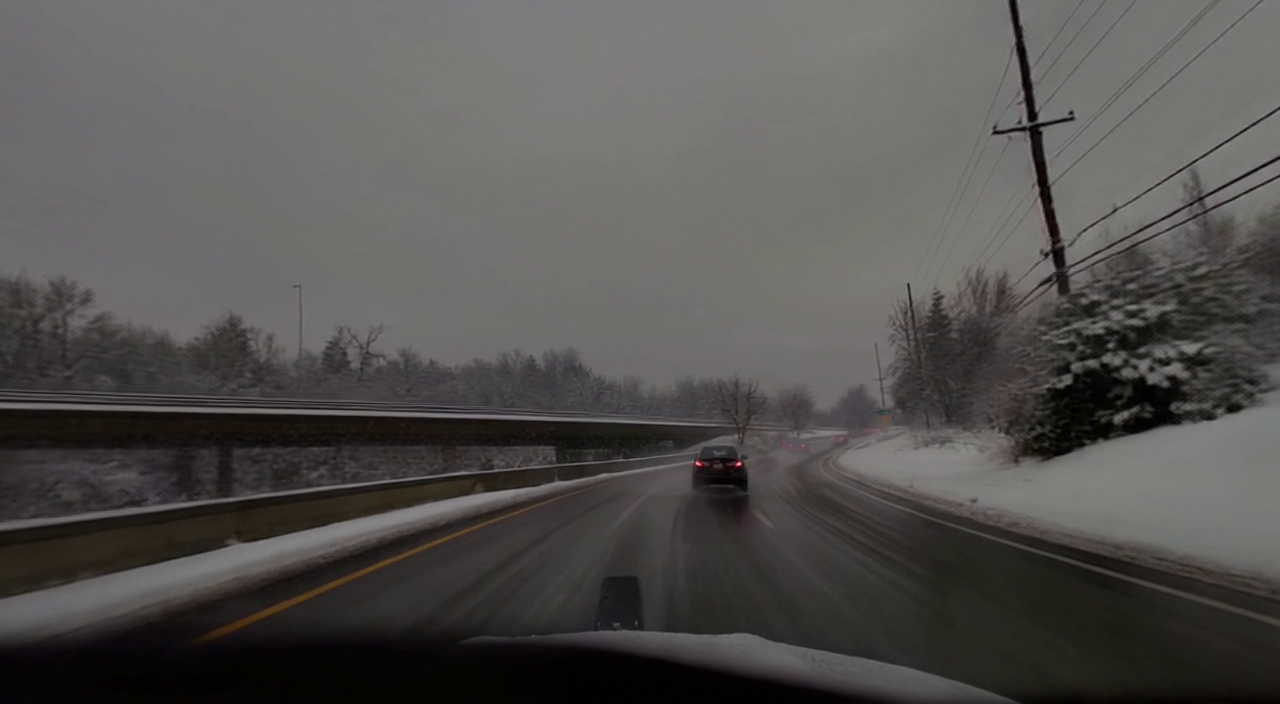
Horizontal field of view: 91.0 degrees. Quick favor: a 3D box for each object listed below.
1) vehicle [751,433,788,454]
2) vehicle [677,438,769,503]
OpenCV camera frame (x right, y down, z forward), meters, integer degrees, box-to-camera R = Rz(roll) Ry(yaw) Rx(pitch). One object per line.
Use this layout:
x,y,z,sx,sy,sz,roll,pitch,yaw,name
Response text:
9.723,6.848,46.955,1.931,1.485,4.191,-4,-9,22,vehicle
2.190,3.080,16.862,2.091,1.482,4.321,-1,-9,7,vehicle
